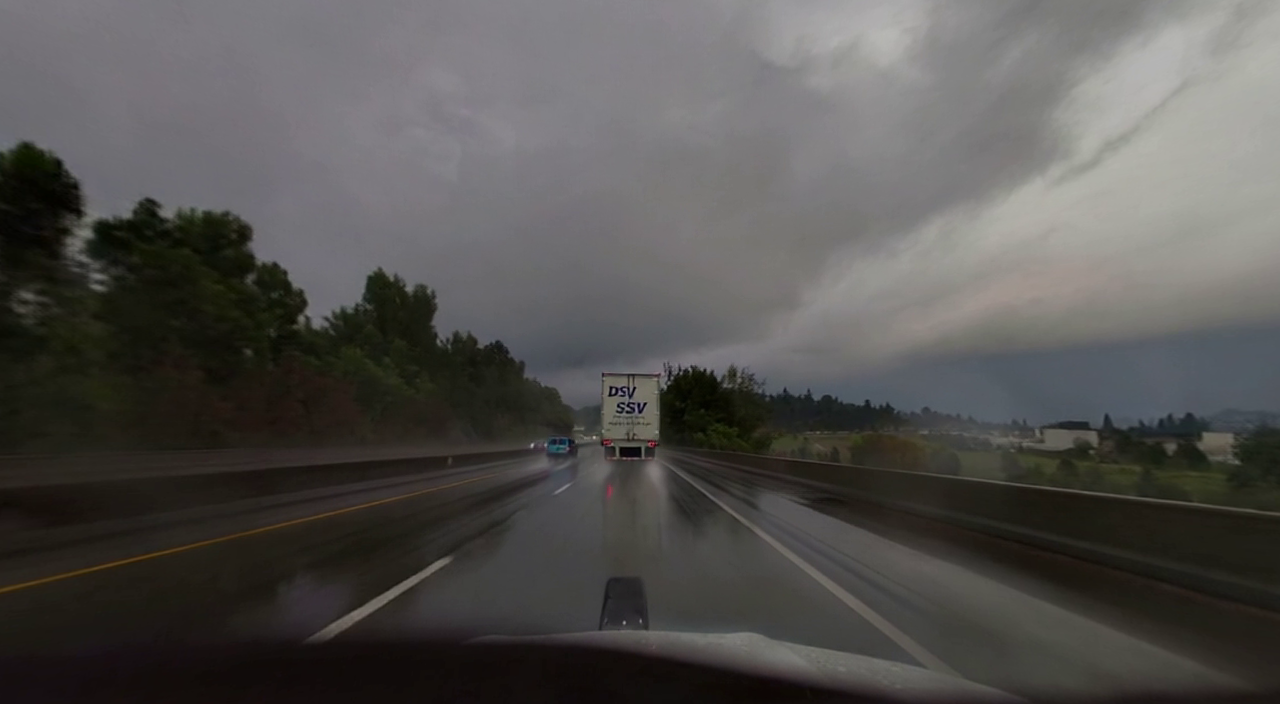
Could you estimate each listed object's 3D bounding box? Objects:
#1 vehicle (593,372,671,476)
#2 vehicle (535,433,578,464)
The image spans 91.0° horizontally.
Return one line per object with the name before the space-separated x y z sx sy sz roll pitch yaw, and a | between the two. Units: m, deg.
vehicle | -0.421 3.472 29.341 2.969 3.957 10.270 0 -8 -1
vehicle | -5.058 5.904 38.740 2.086 1.778 4.544 0 -8 0
